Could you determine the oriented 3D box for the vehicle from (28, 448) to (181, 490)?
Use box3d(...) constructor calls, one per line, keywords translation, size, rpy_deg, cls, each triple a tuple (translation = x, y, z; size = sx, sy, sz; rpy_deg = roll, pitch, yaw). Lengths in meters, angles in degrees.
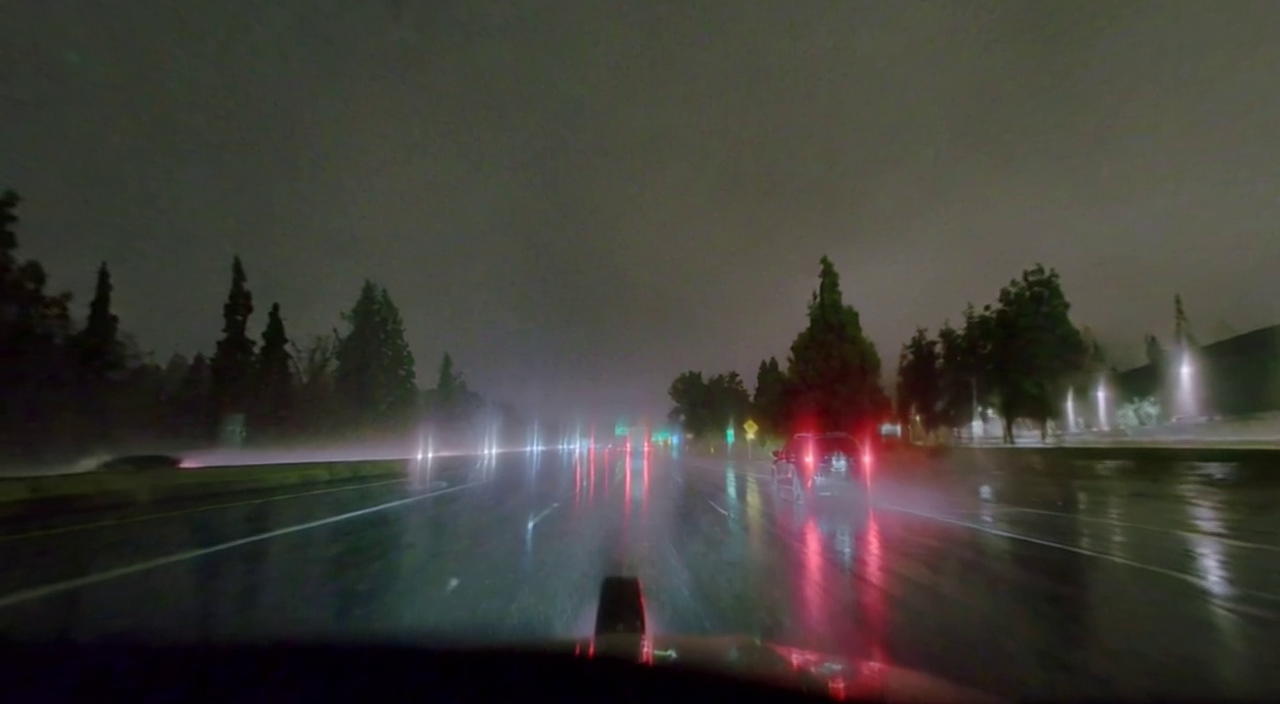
box3d(translation=(-20.959, 4.560, 25.058), size=(1.870, 1.486, 4.785), rpy_deg=(0, -8, 0), cls="vehicle")
